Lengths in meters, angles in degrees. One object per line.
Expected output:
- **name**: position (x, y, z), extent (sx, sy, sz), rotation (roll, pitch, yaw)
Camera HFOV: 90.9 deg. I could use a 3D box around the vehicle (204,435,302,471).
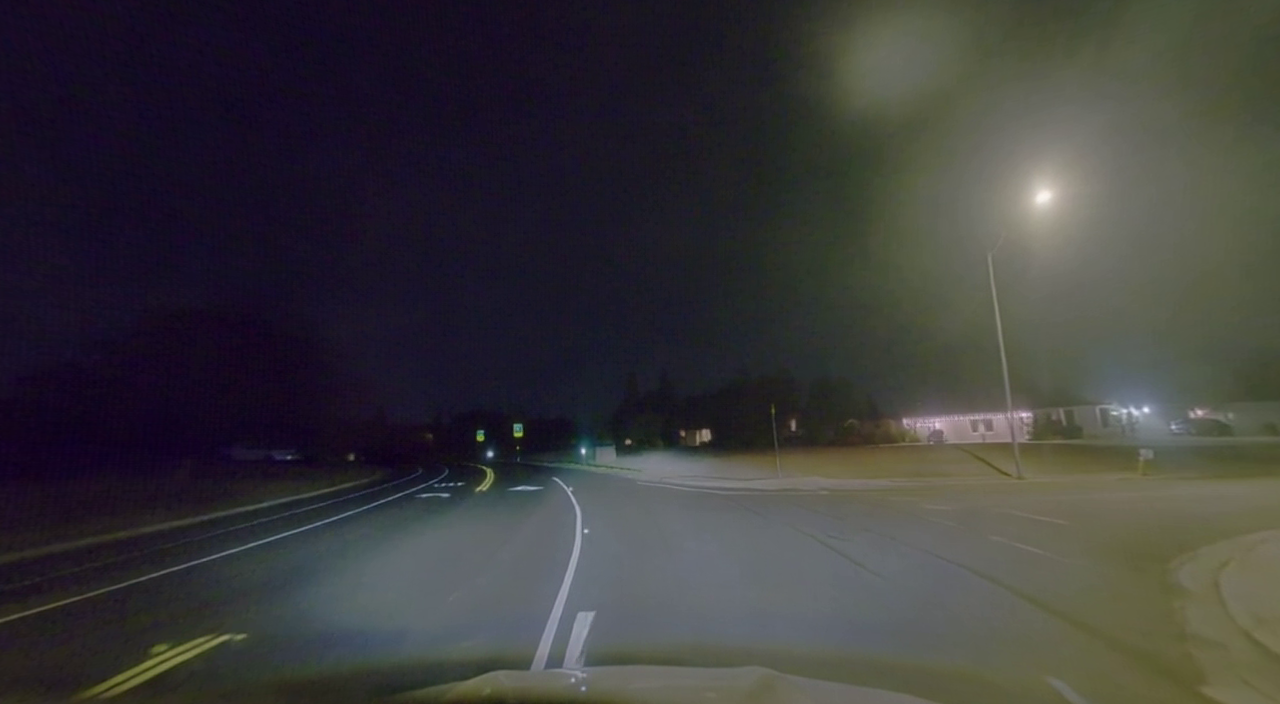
- **vehicle**: position (-23.124, 6.034, 37.754), extent (4.699, 1.996, 2.116), rotation (-2, -9, 11)
